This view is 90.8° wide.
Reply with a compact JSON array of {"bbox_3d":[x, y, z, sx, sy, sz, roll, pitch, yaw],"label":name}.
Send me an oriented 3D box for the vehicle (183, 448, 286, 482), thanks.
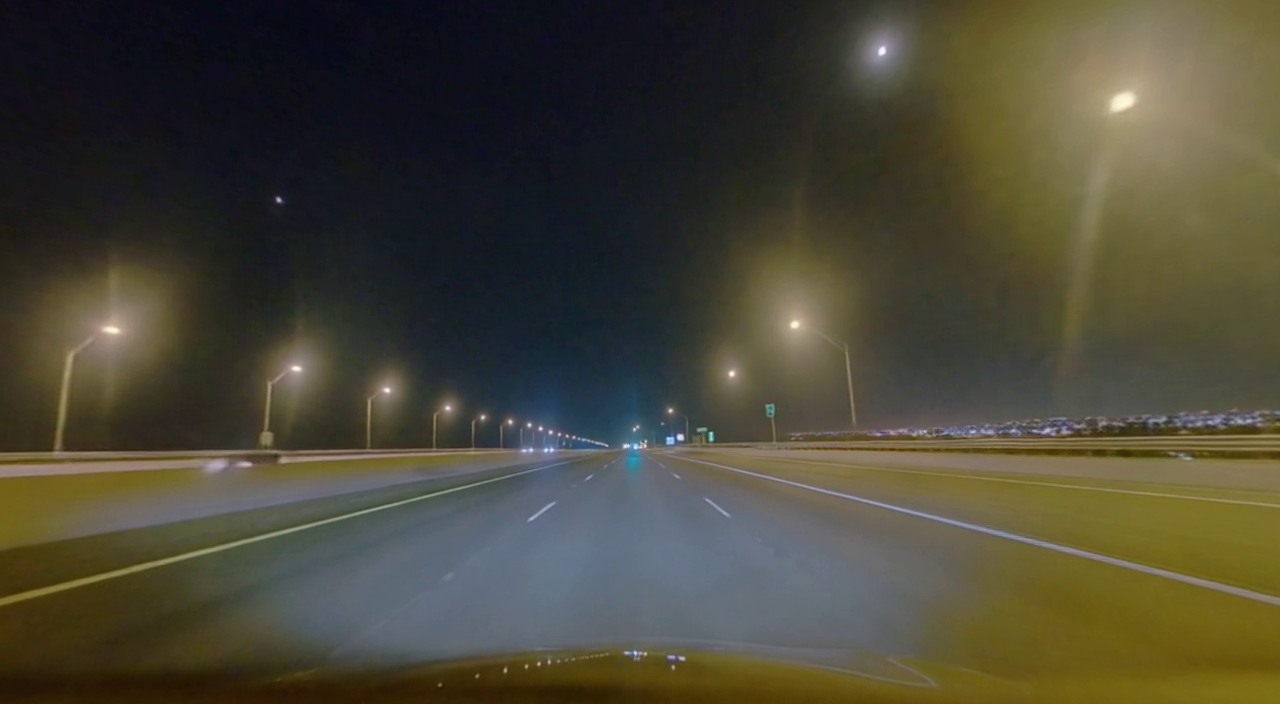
[{"bbox_3d":[-19.899,5.545,31.289,1.983,1.509,4.699,0,-9,-1],"label":"vehicle"}]
